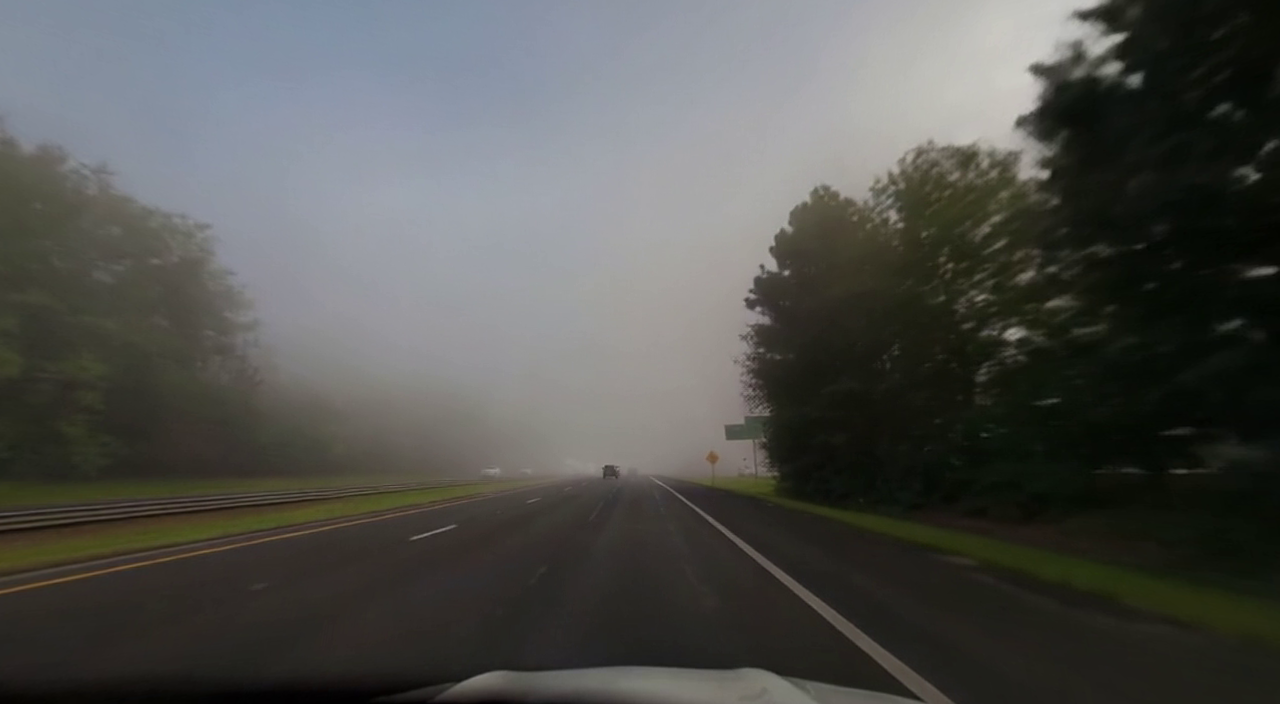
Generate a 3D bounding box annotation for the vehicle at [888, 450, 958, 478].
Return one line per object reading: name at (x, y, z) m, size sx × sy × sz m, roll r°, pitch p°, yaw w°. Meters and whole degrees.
vehicle at (16.489, 6.588, 36.944) m, size 1.973 × 1.540 × 3.978 m, roll 2°, pitch -10°, yaw -4°
